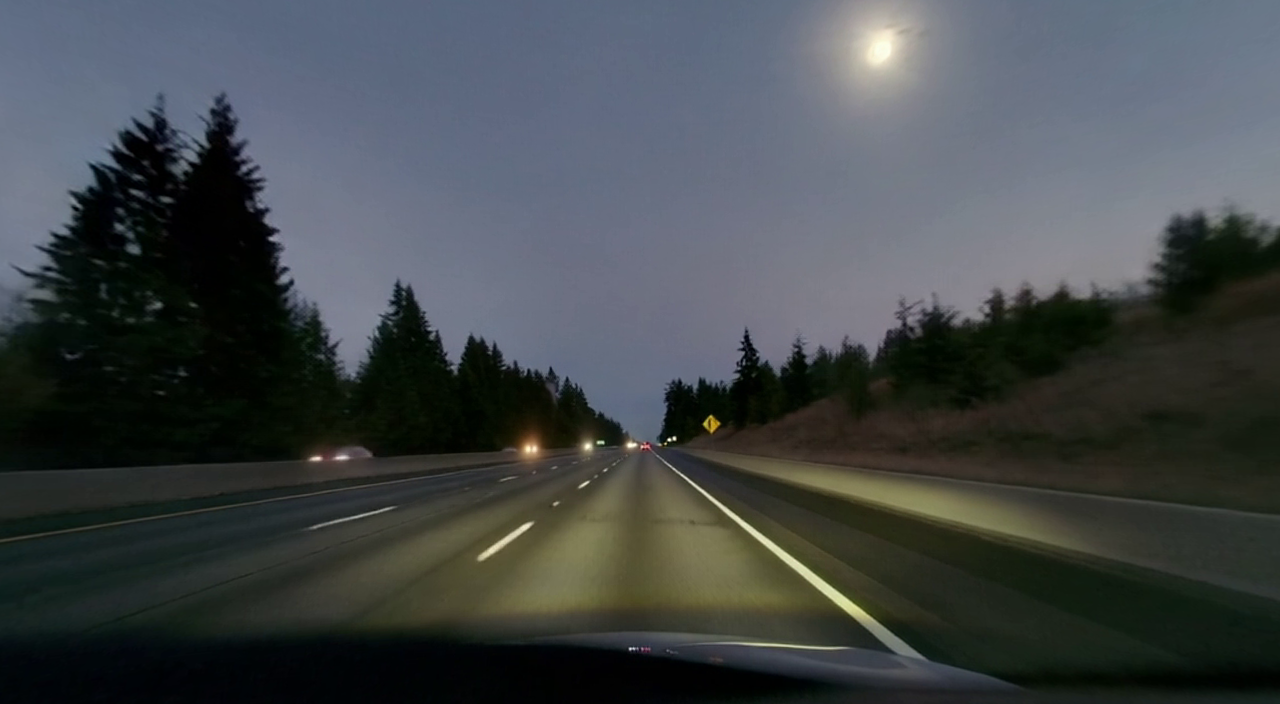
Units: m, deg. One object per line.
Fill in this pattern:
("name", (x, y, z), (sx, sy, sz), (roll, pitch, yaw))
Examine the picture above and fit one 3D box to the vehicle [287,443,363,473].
("vehicle", (-17.174, 5.768, 34.677), (1.869, 1.522, 4.318), (0, -8, 1))
